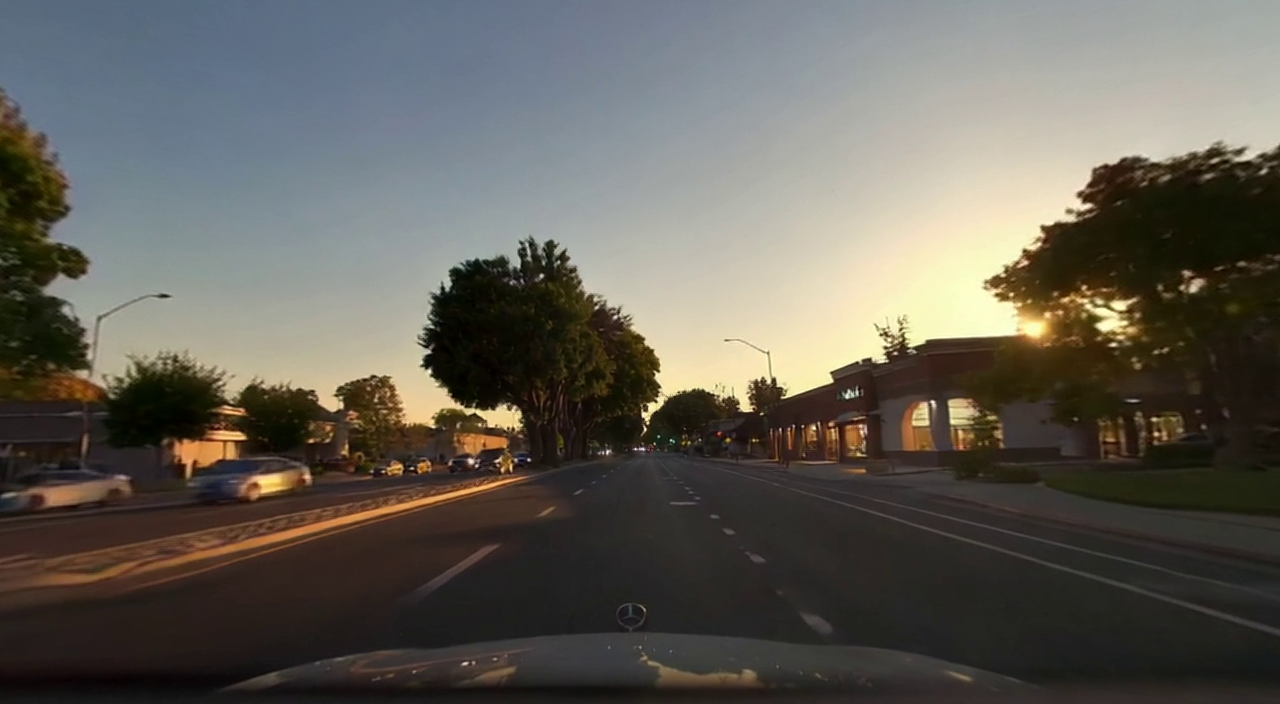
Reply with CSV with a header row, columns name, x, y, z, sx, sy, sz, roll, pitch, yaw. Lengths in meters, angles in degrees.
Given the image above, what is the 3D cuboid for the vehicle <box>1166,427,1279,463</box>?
name,x,y,z,sx,sy,sz,roll,pitch,yaw
vehicle,25.921,3.982,26.893,4.942,1.435,1.987,-5,-10,28

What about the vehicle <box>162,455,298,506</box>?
name,x,y,z,sx,sy,sz,roll,pitch,yaw
vehicle,-14.481,4.531,22.639,1.963,1.487,4.331,-3,-9,1

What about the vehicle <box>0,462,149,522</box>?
name,x,y,z,sx,sy,sz,roll,pitch,yaw
vehicle,-18.018,4.253,19.454,1.945,1.486,4.652,-4,-9,1

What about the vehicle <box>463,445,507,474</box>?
name,x,y,z,sx,sy,sz,roll,pitch,yaw
vehicle,-10.157,7.056,41.622,2.012,1.756,4.268,-1,-9,-3
